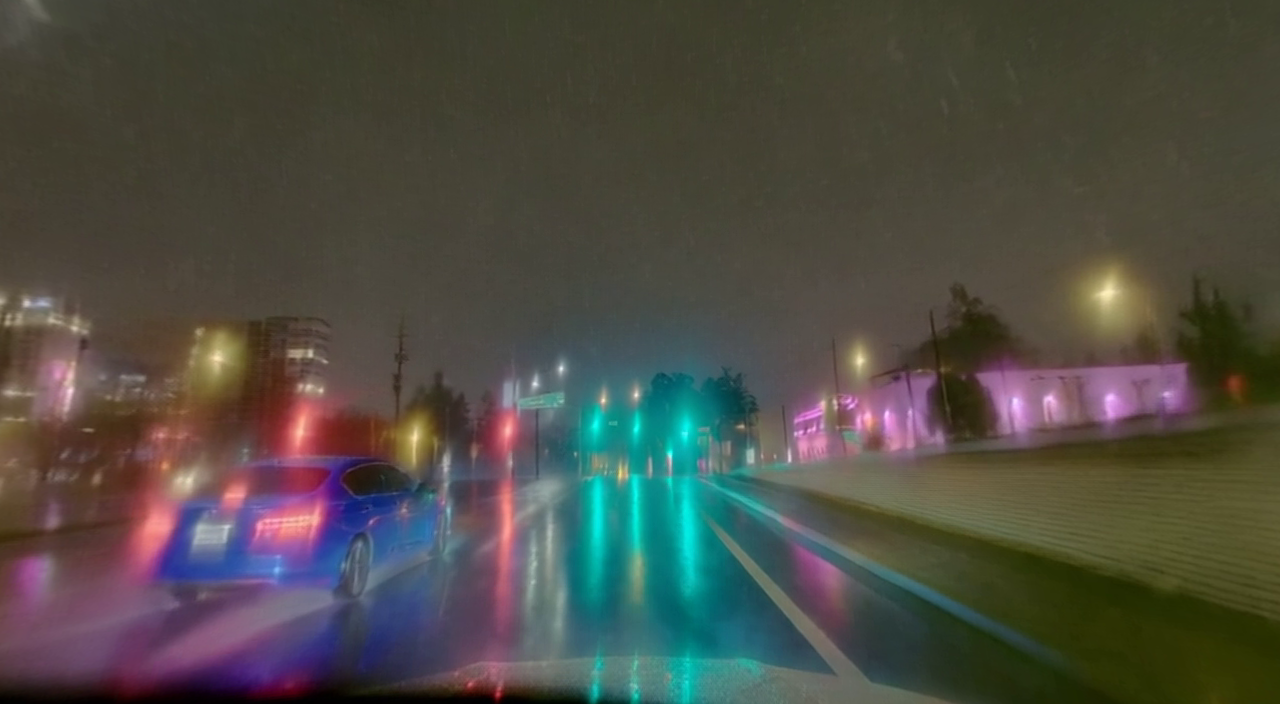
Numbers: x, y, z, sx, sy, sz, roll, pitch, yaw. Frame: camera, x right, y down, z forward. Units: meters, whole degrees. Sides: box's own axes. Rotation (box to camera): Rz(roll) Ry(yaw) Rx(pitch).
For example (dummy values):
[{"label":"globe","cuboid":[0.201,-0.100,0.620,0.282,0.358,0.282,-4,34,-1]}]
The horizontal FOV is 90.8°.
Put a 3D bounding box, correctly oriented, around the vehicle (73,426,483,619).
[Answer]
[{"label":"vehicle","cuboid":[-3.341,1.642,7.097,2.041,1.470,4.290,0,-9,0]}]
